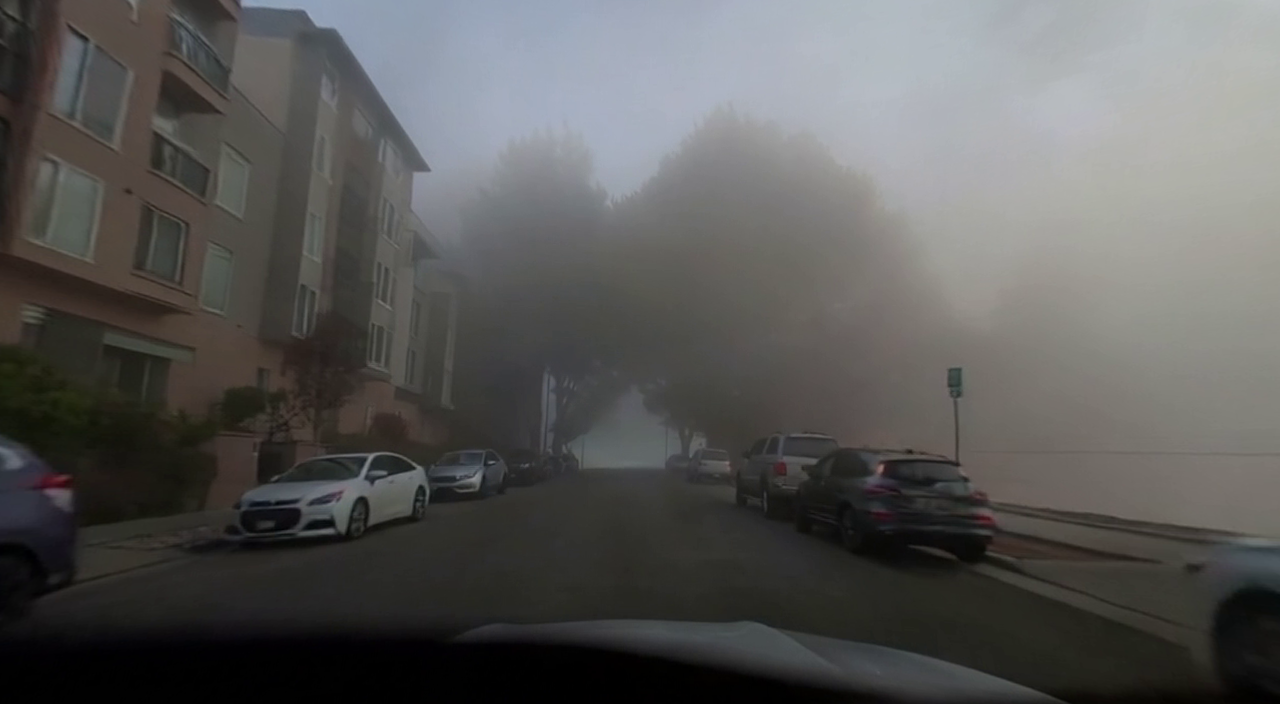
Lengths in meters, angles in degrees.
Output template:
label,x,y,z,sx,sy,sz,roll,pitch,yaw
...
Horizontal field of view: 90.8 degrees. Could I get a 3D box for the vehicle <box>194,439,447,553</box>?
label,x,y,z,sx,sy,sz,roll,pitch,yaw
vehicle,-5.699,2.596,12.377,2.256,1.590,5.488,-3,-8,-2

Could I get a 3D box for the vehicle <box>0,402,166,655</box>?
label,x,y,z,sx,sy,sz,roll,pitch,yaw
vehicle,-5.556,1.054,3.191,2.222,1.735,5.215,0,-8,1

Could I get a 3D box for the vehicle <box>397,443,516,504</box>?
label,x,y,z,sx,sy,sz,roll,pitch,yaw
vehicle,-6.037,4.051,21.695,2.431,1.718,5.431,-2,-8,1

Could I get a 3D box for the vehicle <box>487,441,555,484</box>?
label,x,y,z,sx,sy,sz,roll,pitch,yaw
vehicle,-5.958,5.585,32.338,2.499,2.008,5.293,0,-8,-1

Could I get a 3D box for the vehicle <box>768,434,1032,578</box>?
label,x,y,z,sx,sy,sz,roll,pitch,yaw
vehicle,3.549,2.168,9.928,1.988,1.652,5.017,0,-8,0

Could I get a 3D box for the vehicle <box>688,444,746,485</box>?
label,x,y,z,sx,sy,sz,roll,pitch,yaw
vehicle,3.743,5.557,31.598,2.137,1.848,4.953,0,-8,-2

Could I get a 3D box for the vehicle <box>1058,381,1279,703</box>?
label,x,y,z,sx,sy,sz,roll,pitch,yaw
vehicle,3.774,0.787,1.353,2.187,1.699,5.038,0,-8,-2
